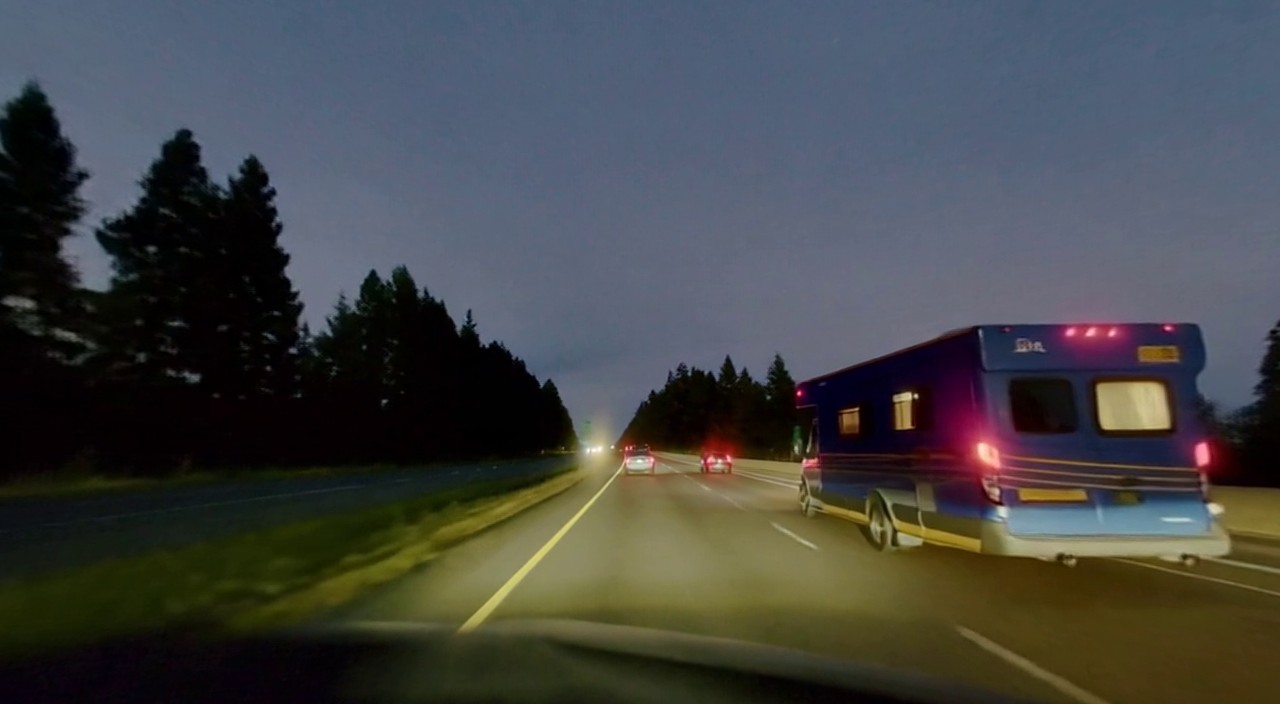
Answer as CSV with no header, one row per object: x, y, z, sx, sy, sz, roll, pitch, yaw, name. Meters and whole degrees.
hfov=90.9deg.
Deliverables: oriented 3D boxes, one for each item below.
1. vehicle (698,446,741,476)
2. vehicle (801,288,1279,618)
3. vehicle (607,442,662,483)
4.127,5.736,33.340,1.757,1.459,3.398,0,-9,-1,vehicle
4.631,1.386,8.999,2.745,2.832,7.035,1,-9,0,vehicle
-0.237,4.648,26.711,2.120,1.575,4.018,0,-9,-1,vehicle
